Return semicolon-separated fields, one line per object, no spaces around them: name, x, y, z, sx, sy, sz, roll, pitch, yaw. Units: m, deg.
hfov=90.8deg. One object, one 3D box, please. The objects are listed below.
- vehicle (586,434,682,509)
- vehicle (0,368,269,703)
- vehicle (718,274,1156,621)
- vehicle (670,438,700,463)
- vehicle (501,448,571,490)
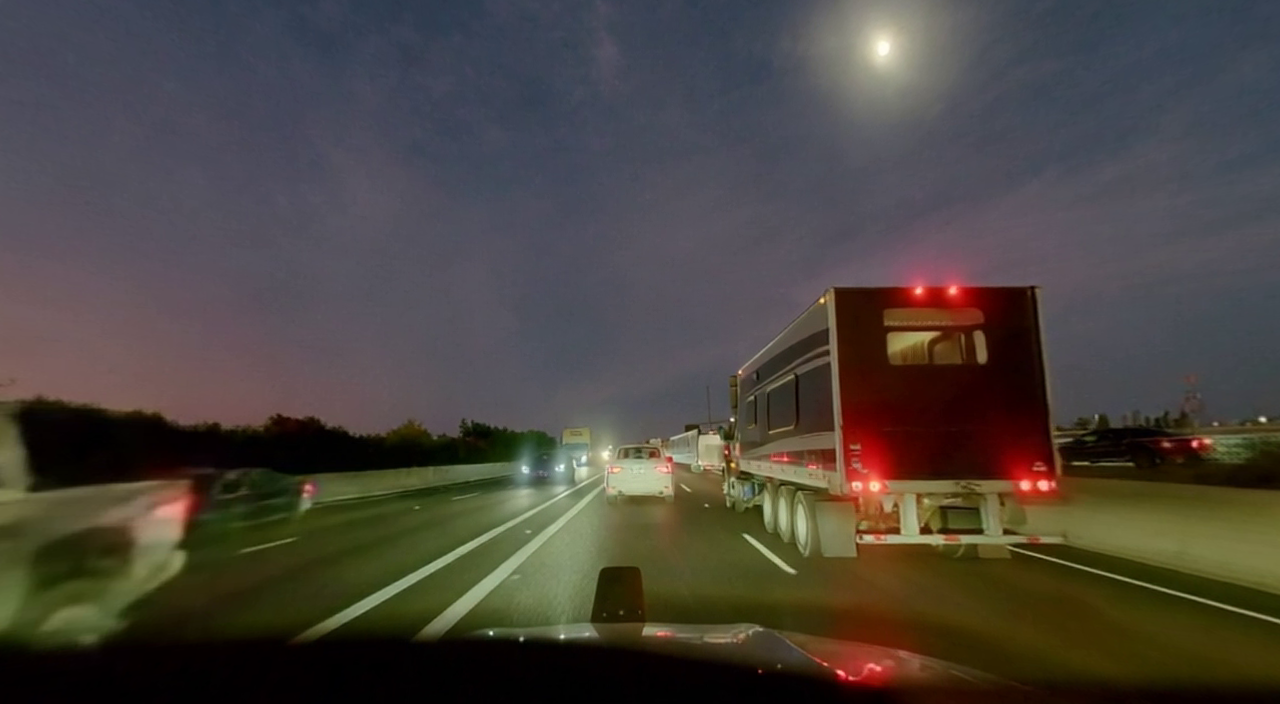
vehicle;-0.114;3.072;16.632;2.201;1.719;4.058;0;-9;1
vehicle;-3.767;0.850;2.283;2.098;1.659;4.432;0;-9;0
vehicle;2.933;1.314;9.024;2.533;2.942;7.280;0;-9;-1
vehicle;3.511;7.792;49.975;2.020;1.874;4.431;0;-9;0
vehicle;-3.897;4.454;24.279;1.933;1.465;3.898;0;-9;2
